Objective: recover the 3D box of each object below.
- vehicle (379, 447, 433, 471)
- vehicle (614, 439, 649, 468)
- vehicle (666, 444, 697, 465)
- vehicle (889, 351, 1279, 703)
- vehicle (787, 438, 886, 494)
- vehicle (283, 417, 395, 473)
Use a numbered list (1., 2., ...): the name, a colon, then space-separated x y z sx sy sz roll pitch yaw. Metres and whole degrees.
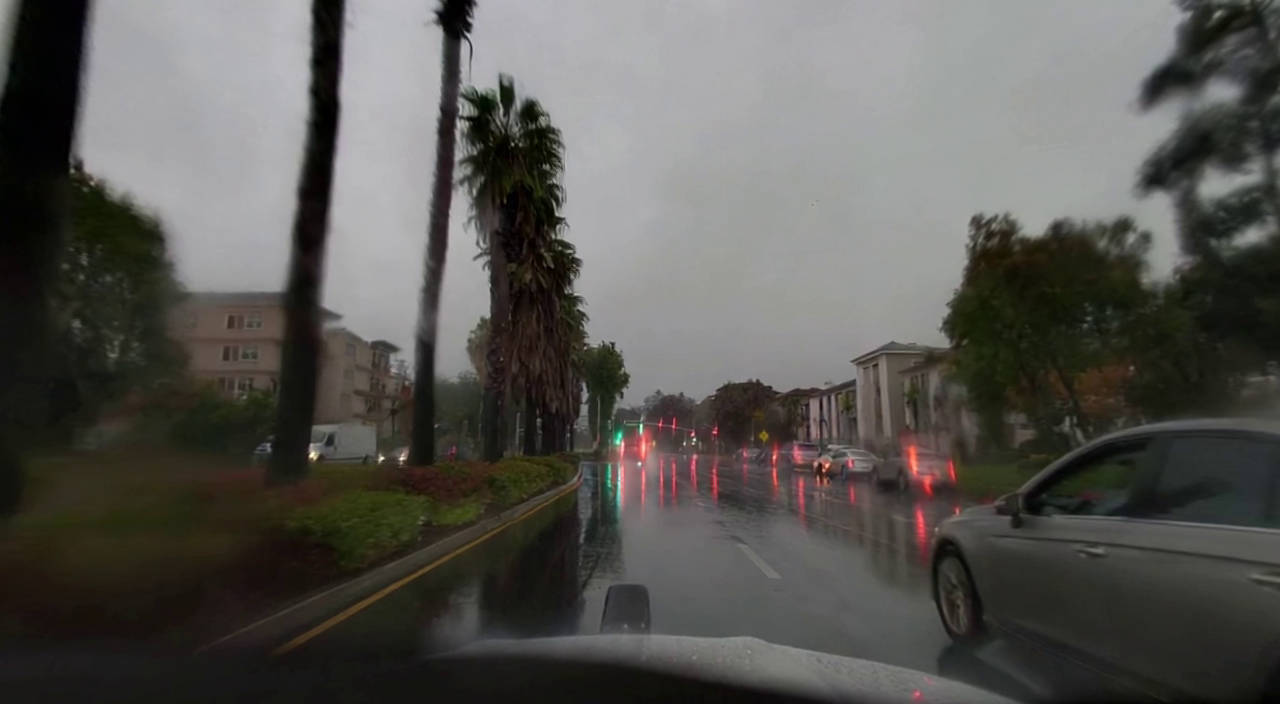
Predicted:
1. vehicle: -15.433 7.040 41.838 1.783 1.477 4.624 0 -9 0
2. vehicle: -0.519 6.346 39.409 2.087 1.709 4.076 0 -9 0
3. vehicle: 3.190 7.908 48.784 2.032 1.516 4.094 0 -9 -1
4. vehicle: 3.026 0.957 2.862 2.009 1.639 4.267 0 -9 0
5. vehicle: 6.360 3.728 20.942 1.858 1.653 4.194 0 -9 -1
6. vehicle: -18.960 5.976 40.481 2.933 3.159 8.124 -1 -9 2
